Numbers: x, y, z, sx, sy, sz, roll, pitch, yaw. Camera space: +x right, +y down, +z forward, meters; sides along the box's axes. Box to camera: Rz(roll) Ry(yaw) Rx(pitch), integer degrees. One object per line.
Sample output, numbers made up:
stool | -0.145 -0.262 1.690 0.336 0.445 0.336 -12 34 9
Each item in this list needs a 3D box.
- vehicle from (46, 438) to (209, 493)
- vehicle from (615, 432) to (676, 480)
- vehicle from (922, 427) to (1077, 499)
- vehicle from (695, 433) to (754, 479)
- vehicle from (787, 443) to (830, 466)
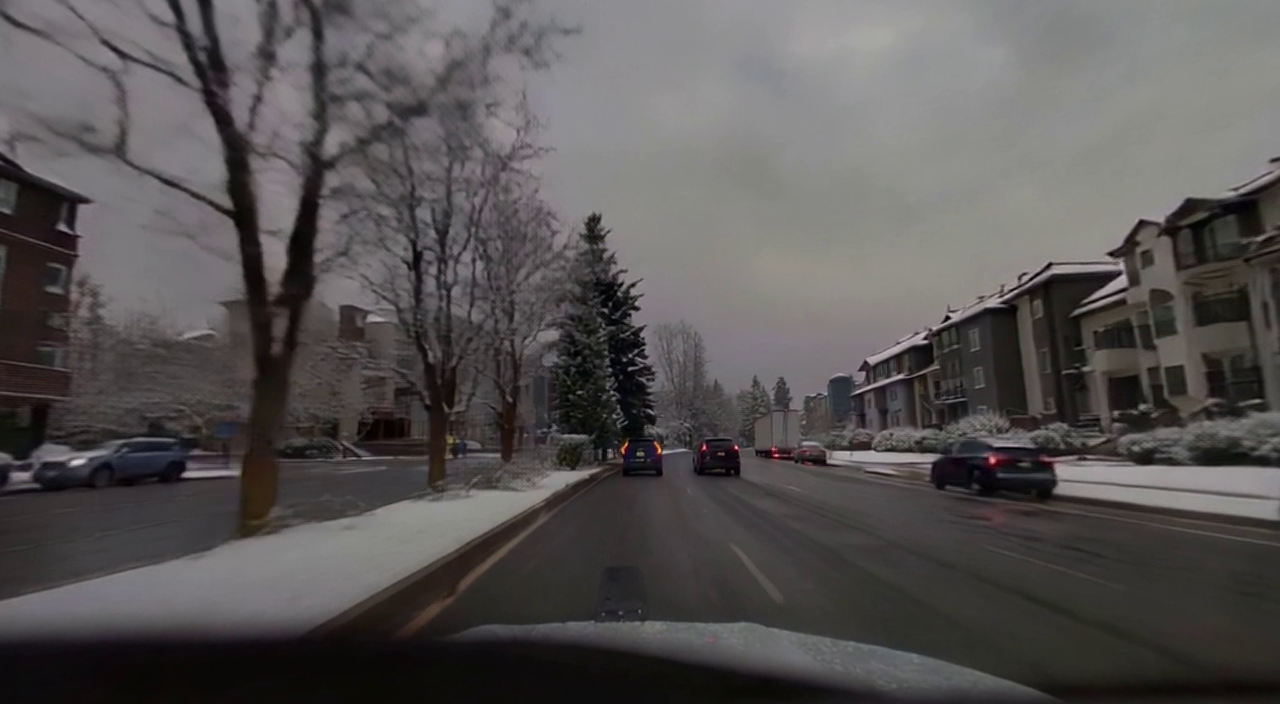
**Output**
vehicle | -18.719 4.135 23.459 2.175 1.819 4.703 0 -8 -3
vehicle | 0.314 4.389 26.882 2.345 1.841 5.032 0 -9 2
vehicle | 10.355 3.231 18.729 1.938 1.860 4.690 0 -9 2
vehicle | 3.588 4.529 27.698 2.033 1.823 4.409 0 -9 1
vehicle | 11.618 7.092 43.872 1.901 1.496 4.948 -1 -9 4
